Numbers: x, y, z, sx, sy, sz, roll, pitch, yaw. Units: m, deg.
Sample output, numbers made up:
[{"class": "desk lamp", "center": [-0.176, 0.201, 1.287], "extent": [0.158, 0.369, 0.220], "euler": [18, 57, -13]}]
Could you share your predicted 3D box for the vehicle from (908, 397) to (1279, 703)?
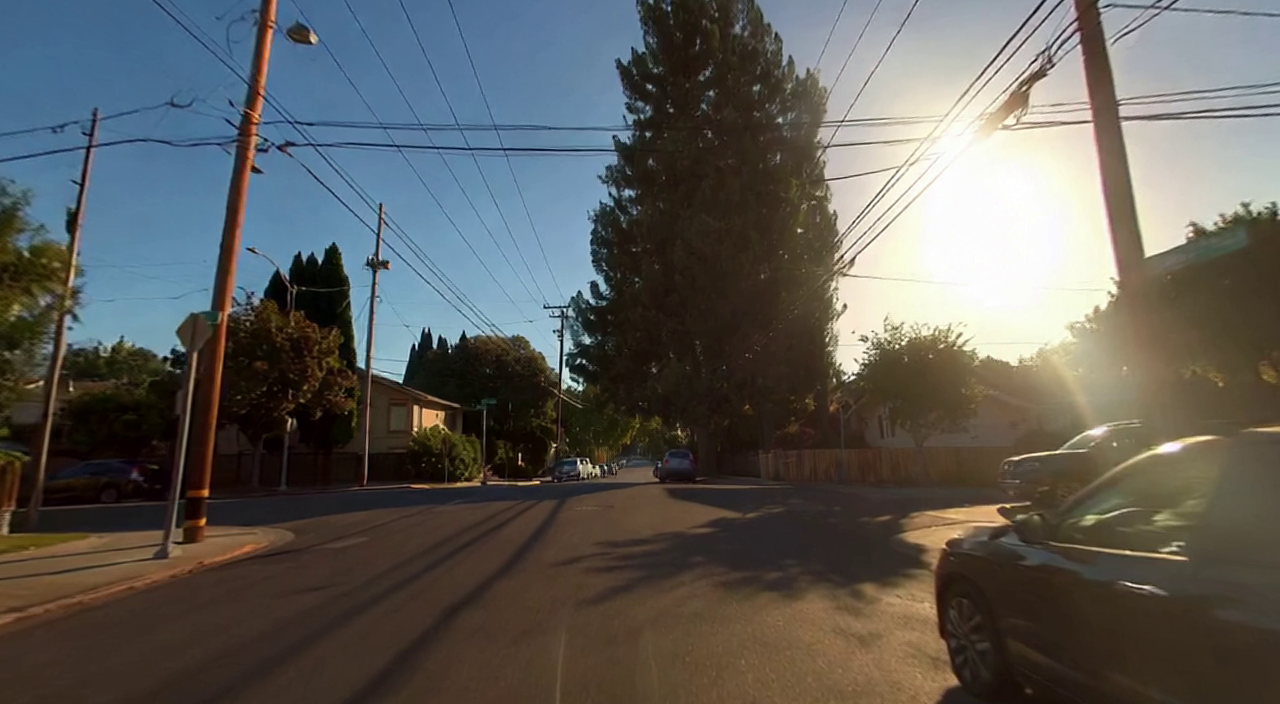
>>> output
[{"class": "vehicle", "center": [2.650, 0.782, 1.144], "extent": [2.038, 1.463, 4.905], "euler": [0, -8, -2]}]

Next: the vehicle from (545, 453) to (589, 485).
[{"class": "vehicle", "center": [-4.385, 7.087, 38.645], "extent": [2.189, 1.771, 4.571], "euler": [0, -8, -1]}]

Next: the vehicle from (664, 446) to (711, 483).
[{"class": "vehicle", "center": [2.543, 6.195, 35.078], "extent": [2.051, 1.874, 4.459], "euler": [0, -8, -3]}]

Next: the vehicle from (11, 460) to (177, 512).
[{"class": "vehicle", "center": [-19.229, 4.699, 22.413], "extent": [3.977, 1.665, 1.976], "euler": [0, -8, 0]}]
